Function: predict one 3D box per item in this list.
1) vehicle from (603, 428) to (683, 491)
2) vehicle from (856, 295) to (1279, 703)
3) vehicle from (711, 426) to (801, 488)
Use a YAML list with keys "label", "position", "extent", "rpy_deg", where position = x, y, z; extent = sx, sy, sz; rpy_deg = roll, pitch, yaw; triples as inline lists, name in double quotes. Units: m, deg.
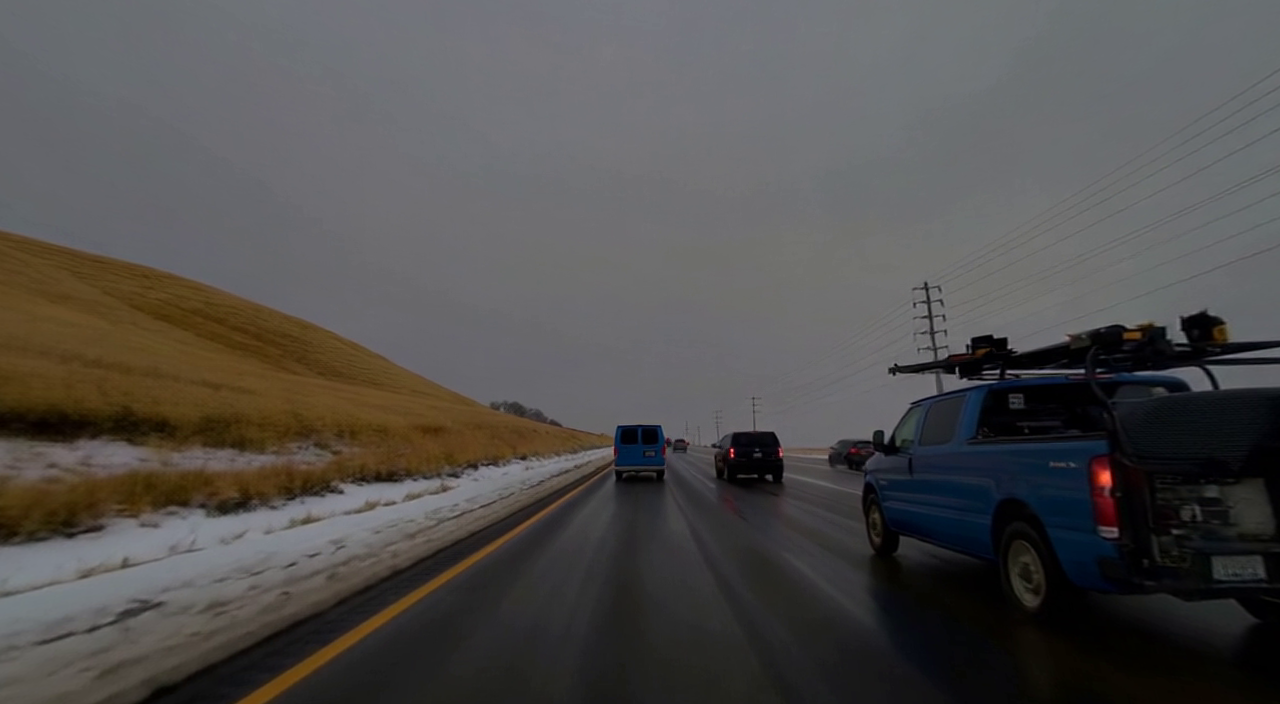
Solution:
- label: "vehicle"
  position: [0.107, 3.422, 20.356]
  extent: [2.268, 1.772, 4.523]
  rpy_deg: [0, -8, 0]
- label: "vehicle"
  position: [3.894, 1.026, 4.487]
  extent: [2.691, 1.901, 5.744]
  rpy_deg: [0, -8, 0]
- label: "vehicle"
  position: [3.708, 3.454, 21.016]
  extent: [2.139, 1.821, 4.480]
  rpy_deg: [0, -8, 0]
